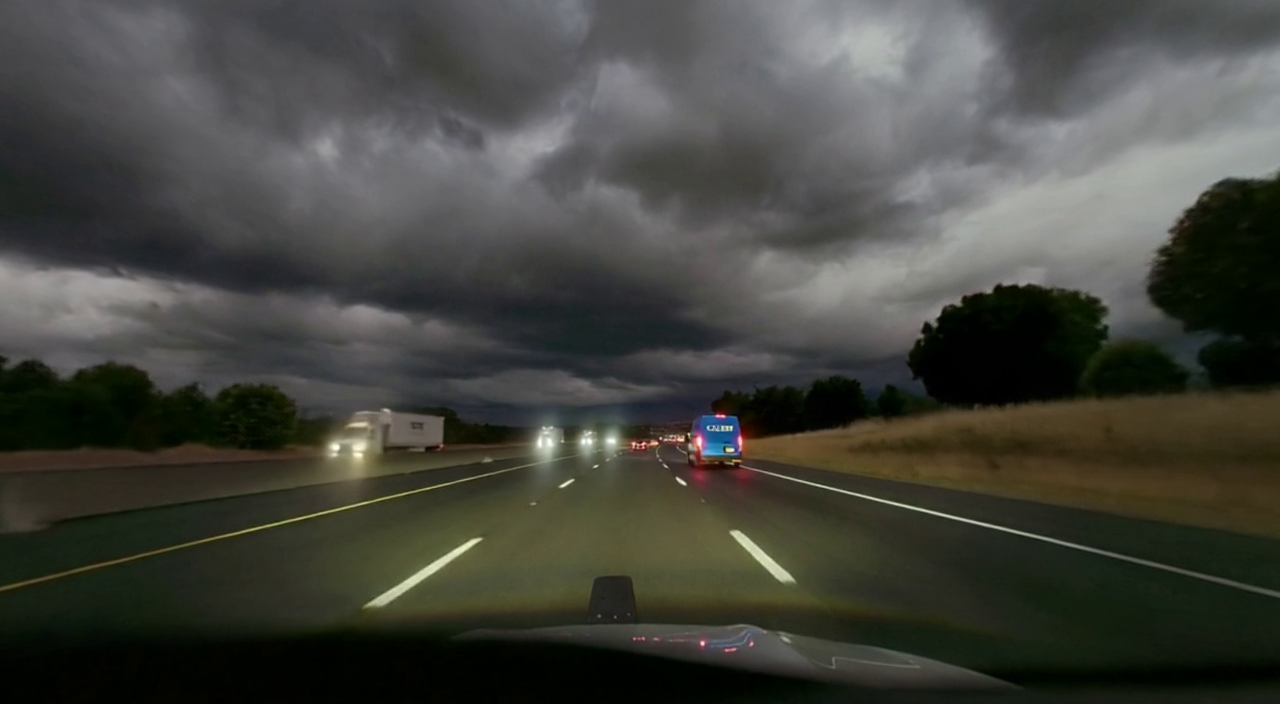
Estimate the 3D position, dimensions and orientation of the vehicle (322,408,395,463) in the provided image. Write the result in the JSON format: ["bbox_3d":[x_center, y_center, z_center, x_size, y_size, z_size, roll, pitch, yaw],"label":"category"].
[{"bbox_3d":[-22.143,6.649,49.911,2.928,3.992,6.013,-1,-8,1],"label":"vehicle"}]

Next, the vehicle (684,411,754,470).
[{"bbox_3d":[3.695,4.317,30.605,2.485,2.562,5.535,0,-8,-2],"label":"vehicle"}]
